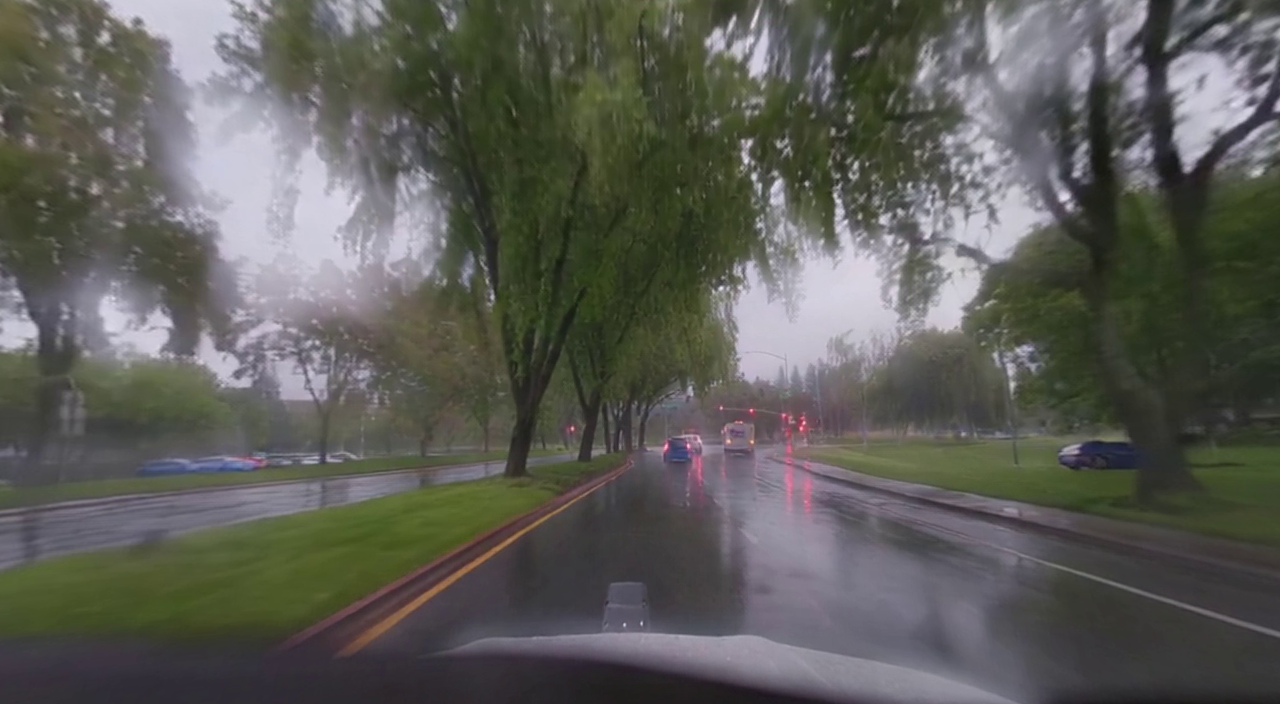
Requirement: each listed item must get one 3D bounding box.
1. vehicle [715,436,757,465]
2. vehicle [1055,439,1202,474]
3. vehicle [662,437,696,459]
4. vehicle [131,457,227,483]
[{"bbox_3d":[5.297,5.460,35.177,1.989,1.497,4.436,-1,-9,5],"label":"vehicle"},{"bbox_3d":[21.003,4.506,27.292,4.627,1.418,1.800,-1,-9,7],"label":"vehicle"},{"bbox_3d":[2.837,6.827,44.790,2.066,1.482,4.273,-1,-9,8],"label":"vehicle"},{"bbox_3d":[-27.188,6.975,37.301,4.275,1.430,1.878,-1,-9,4],"label":"vehicle"}]
